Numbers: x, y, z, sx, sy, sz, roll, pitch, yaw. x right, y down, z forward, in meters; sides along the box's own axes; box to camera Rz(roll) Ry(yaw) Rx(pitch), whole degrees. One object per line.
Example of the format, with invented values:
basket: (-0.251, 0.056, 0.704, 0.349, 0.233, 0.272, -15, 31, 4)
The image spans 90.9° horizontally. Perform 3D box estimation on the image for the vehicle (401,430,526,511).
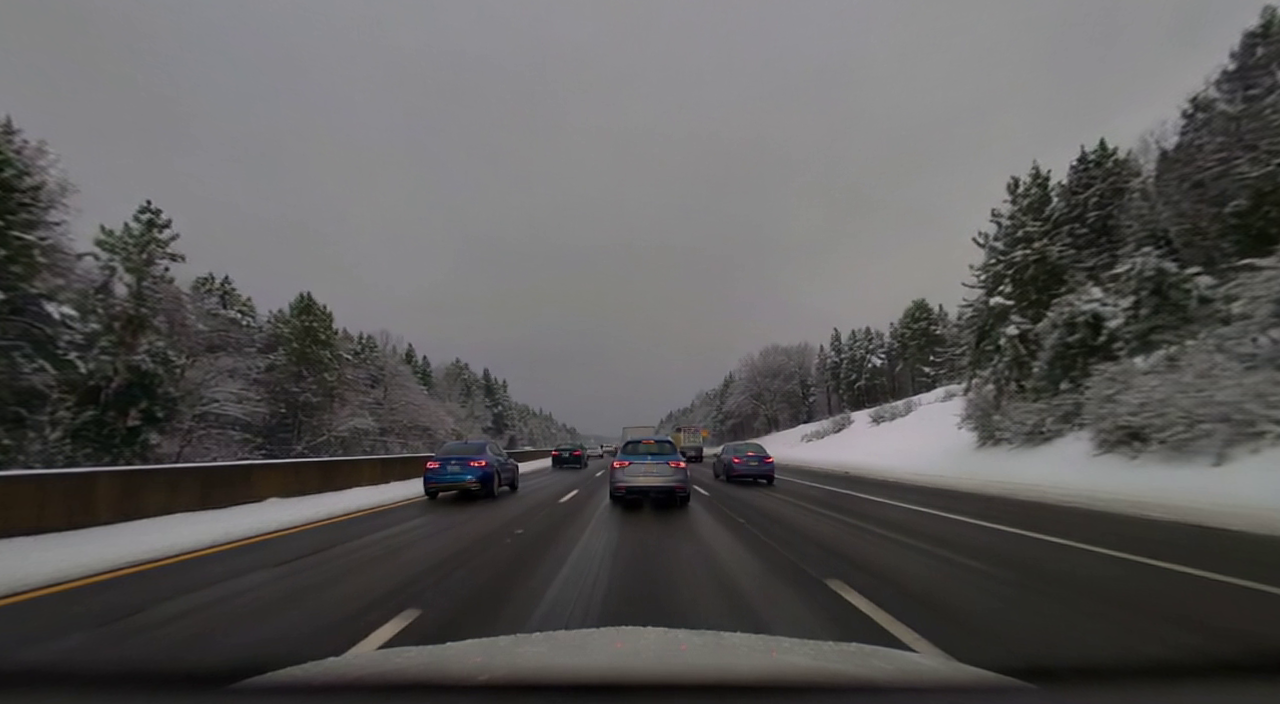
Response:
vehicle: (-4.115, 2.824, 15.416, 1.890, 1.708, 3.844, 0, -9, 0)

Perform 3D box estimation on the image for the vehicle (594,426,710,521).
vehicle: (0.211, 2.506, 13.365, 2.093, 1.695, 3.782, 0, -9, 0)

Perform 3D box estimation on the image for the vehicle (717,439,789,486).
vehicle: (4.097, 4.056, 23.409, 1.905, 1.590, 3.746, 0, -9, -1)

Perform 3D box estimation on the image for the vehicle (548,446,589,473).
vehicle: (-4.094, 6.228, 36.779, 1.910, 1.468, 3.781, 0, -9, 1)
